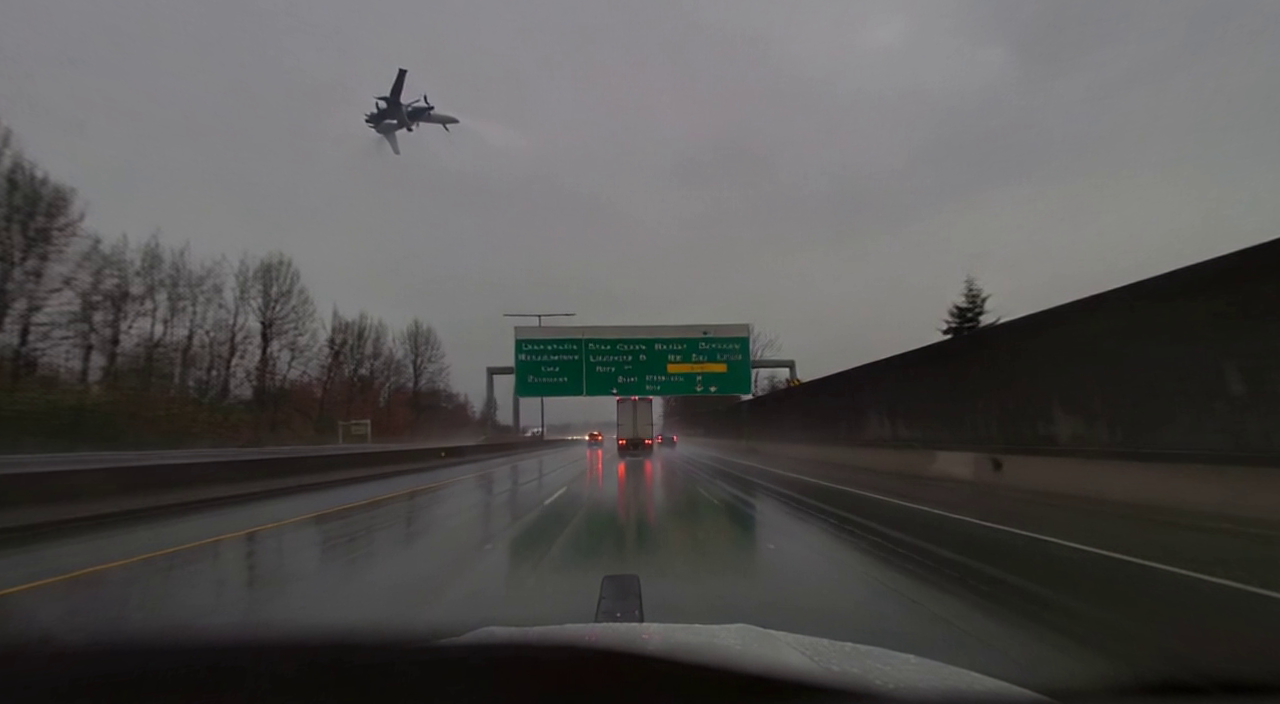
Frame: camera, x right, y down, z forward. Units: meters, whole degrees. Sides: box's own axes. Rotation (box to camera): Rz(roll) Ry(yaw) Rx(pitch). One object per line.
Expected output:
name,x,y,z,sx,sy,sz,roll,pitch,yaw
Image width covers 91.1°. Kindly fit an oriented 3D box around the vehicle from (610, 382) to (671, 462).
vehicle,-0.020,4.560,39.440,2.965,3.972,16.689,0,-8,0
